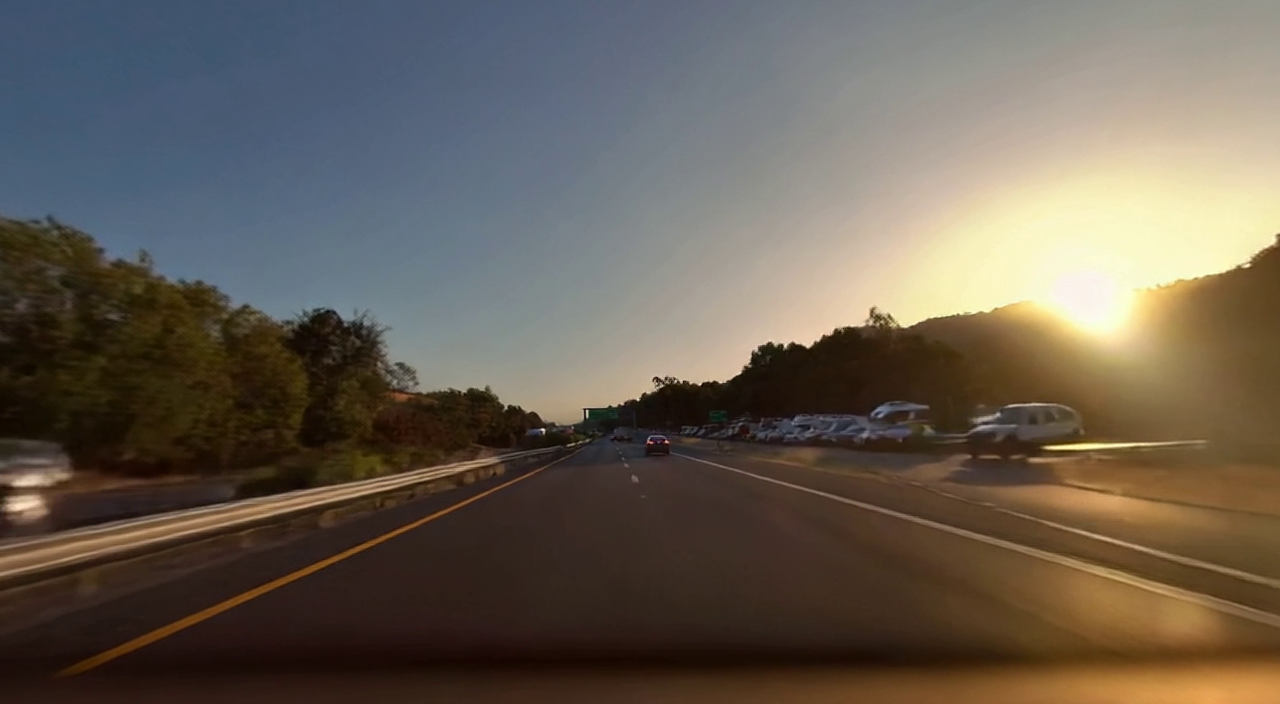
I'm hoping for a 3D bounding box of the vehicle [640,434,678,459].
[{"bbox_3d":[1.137,5.843,39.081,2.037,1.504,4.248,0,-8,-2],"label":"vehicle"}]
